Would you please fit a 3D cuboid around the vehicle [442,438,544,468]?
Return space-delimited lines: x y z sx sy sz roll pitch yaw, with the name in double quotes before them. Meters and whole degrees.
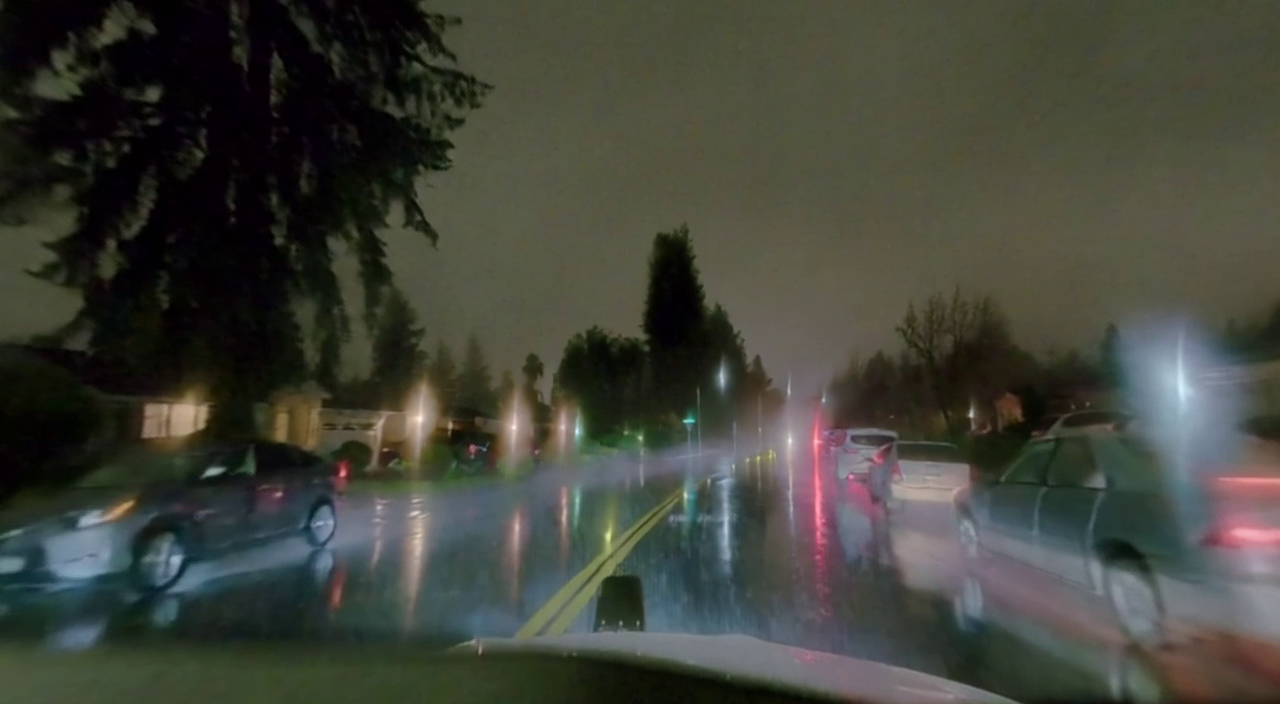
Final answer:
"vehicle" -7.250 5.000 31.393 4.455 1.419 2.017 -2 -9 14

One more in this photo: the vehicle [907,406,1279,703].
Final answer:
"vehicle" 3.892 1.290 4.833 2.045 1.478 4.914 -1 -8 7

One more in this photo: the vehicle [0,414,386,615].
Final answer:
"vehicle" -5.513 1.758 7.961 2.030 1.696 4.828 -2 -9 9

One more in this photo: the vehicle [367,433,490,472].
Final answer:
"vehicle" -9.155 4.356 27.481 4.635 1.594 2.132 -3 -9 16
